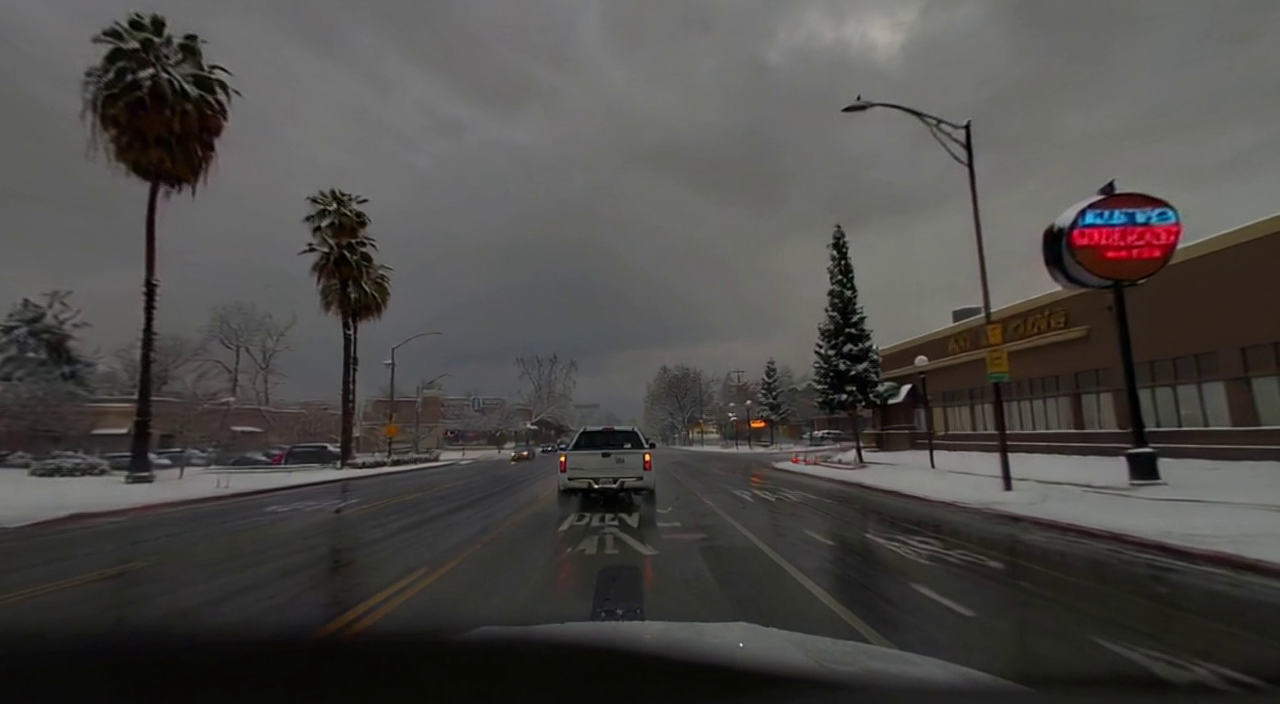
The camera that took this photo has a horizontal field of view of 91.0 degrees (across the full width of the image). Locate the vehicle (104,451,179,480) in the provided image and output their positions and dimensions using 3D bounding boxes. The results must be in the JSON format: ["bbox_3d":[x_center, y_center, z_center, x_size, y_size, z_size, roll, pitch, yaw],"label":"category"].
[{"bbox_3d":[-29.185,6.617,37.011,2.172,1.504,4.669,3,-9,-23],"label":"vehicle"}]

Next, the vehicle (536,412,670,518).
[{"bbox_3d":[-0.655,2.203,12.696,2.239,1.763,4.096,0,-8,-1],"label":"vehicle"}]
